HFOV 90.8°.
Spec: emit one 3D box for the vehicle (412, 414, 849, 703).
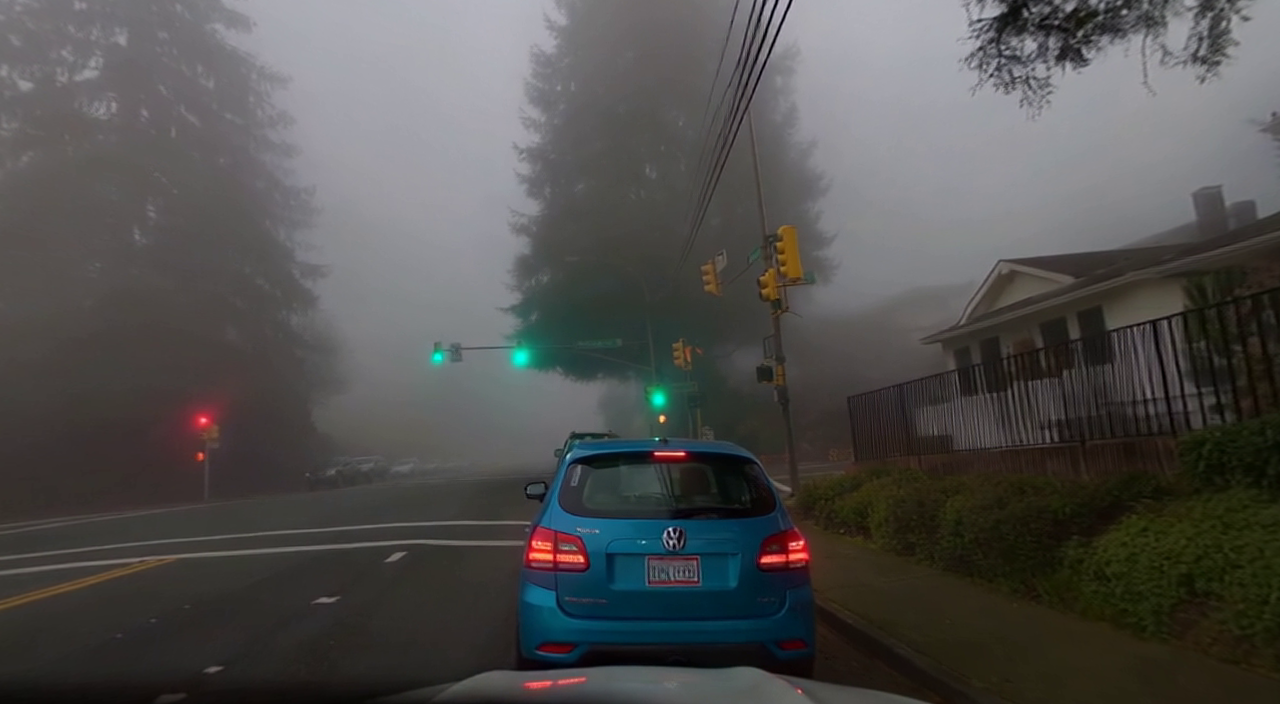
[{"bbox_3d":[-0.197,1.322,4.822,2.024,1.502,3.702,1,-8,-6],"label":"vehicle"}]
